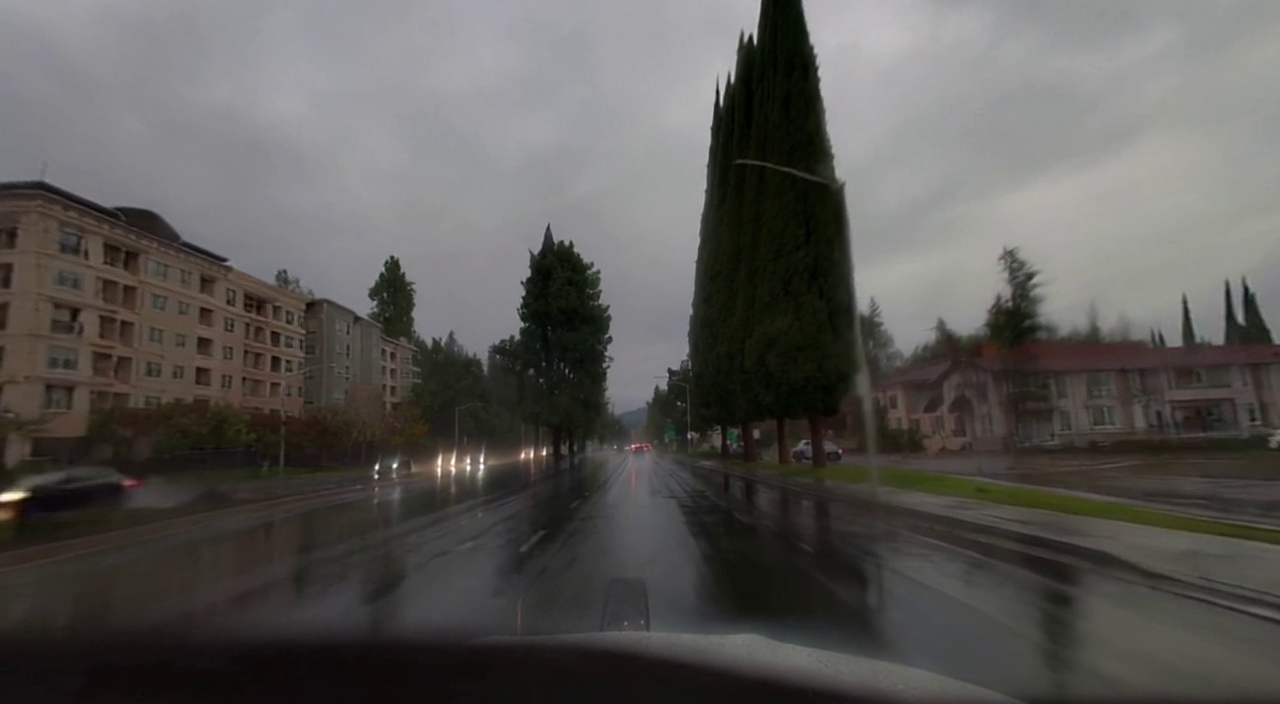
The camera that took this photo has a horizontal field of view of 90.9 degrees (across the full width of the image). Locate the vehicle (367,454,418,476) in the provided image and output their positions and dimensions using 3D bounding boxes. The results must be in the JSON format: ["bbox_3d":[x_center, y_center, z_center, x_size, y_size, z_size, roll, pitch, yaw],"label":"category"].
[{"bbox_3d":[-18.516,8.469,47.433,1.938,1.493,4.694,0,-8,0],"label":"vehicle"}]

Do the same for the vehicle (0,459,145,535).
[{"bbox_3d":[-14.732,3.443,15.414,1.879,1.544,4.144,0,-8,-1],"label":"vehicle"}]
